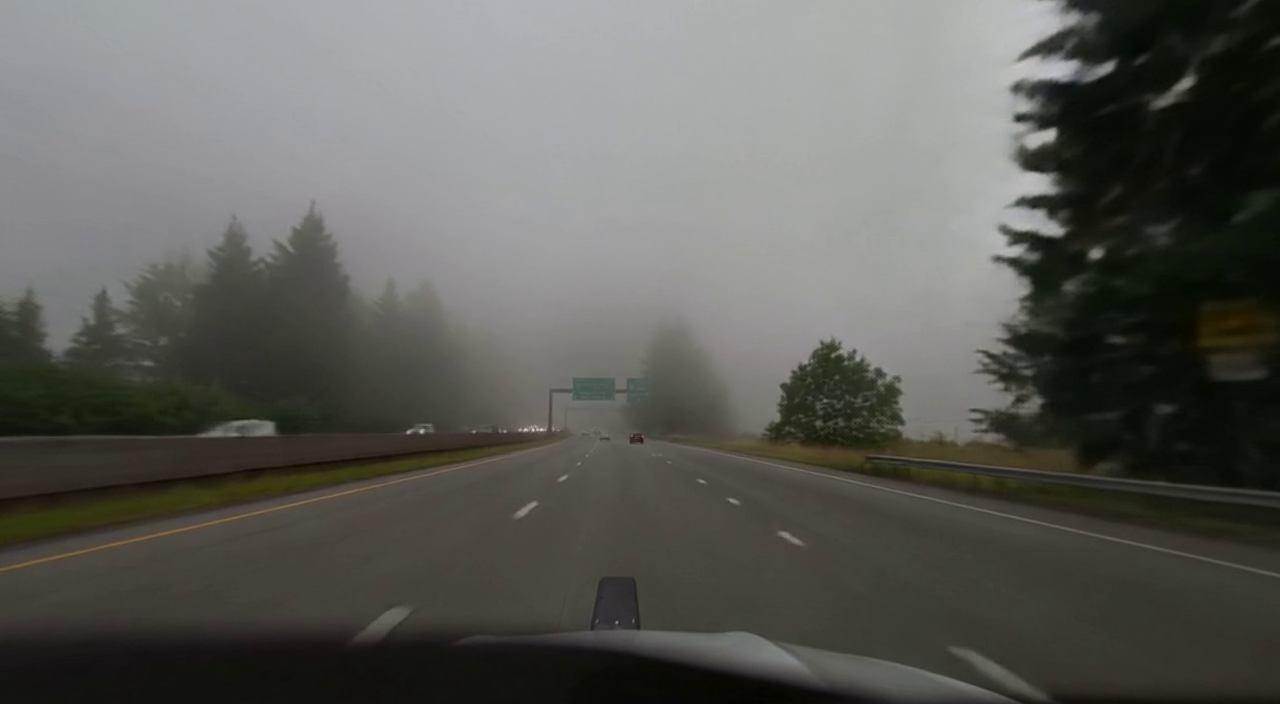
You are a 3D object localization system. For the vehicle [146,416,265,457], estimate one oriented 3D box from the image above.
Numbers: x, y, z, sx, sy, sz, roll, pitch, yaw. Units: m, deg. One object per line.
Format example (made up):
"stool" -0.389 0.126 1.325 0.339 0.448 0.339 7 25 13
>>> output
"vehicle" -17.459 3.424 25.584 2.011 1.544 4.012 0 -7 -2
